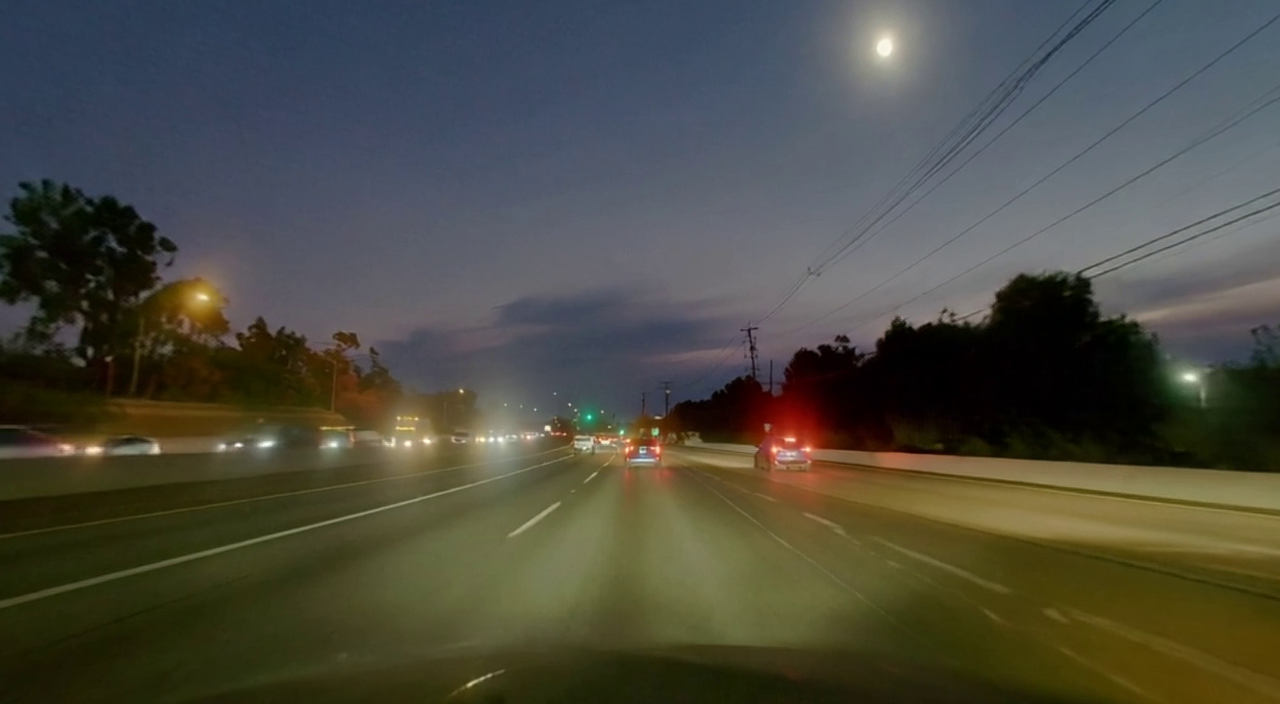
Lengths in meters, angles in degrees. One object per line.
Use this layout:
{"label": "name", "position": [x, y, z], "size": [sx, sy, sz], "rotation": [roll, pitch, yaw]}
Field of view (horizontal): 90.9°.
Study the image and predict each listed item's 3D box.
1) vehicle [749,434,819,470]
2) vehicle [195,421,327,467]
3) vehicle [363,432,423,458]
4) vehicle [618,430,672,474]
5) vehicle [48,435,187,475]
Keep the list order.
{"label": "vehicle", "position": [7.343, 5.159, 32.728], "size": [2.099, 1.720, 4.829], "rotation": [1, -8, -5]}
{"label": "vehicle", "position": [-16.511, 4.084, 27.969], "size": [2.188, 1.786, 5.759], "rotation": [0, -8, 1]}
{"label": "vehicle", "position": [-16.154, 6.147, 41.531], "size": [2.055, 1.611, 4.851], "rotation": [0, -8, 0]}
{"label": "vehicle", "position": [0.172, 4.456, 28.265], "size": [2.192, 1.769, 4.287], "rotation": [0, -8, -1]}
{"label": "vehicle", "position": [-20.200, 3.982, 24.659], "size": [1.824, 1.414, 4.289], "rotation": [0, -8, -1]}
